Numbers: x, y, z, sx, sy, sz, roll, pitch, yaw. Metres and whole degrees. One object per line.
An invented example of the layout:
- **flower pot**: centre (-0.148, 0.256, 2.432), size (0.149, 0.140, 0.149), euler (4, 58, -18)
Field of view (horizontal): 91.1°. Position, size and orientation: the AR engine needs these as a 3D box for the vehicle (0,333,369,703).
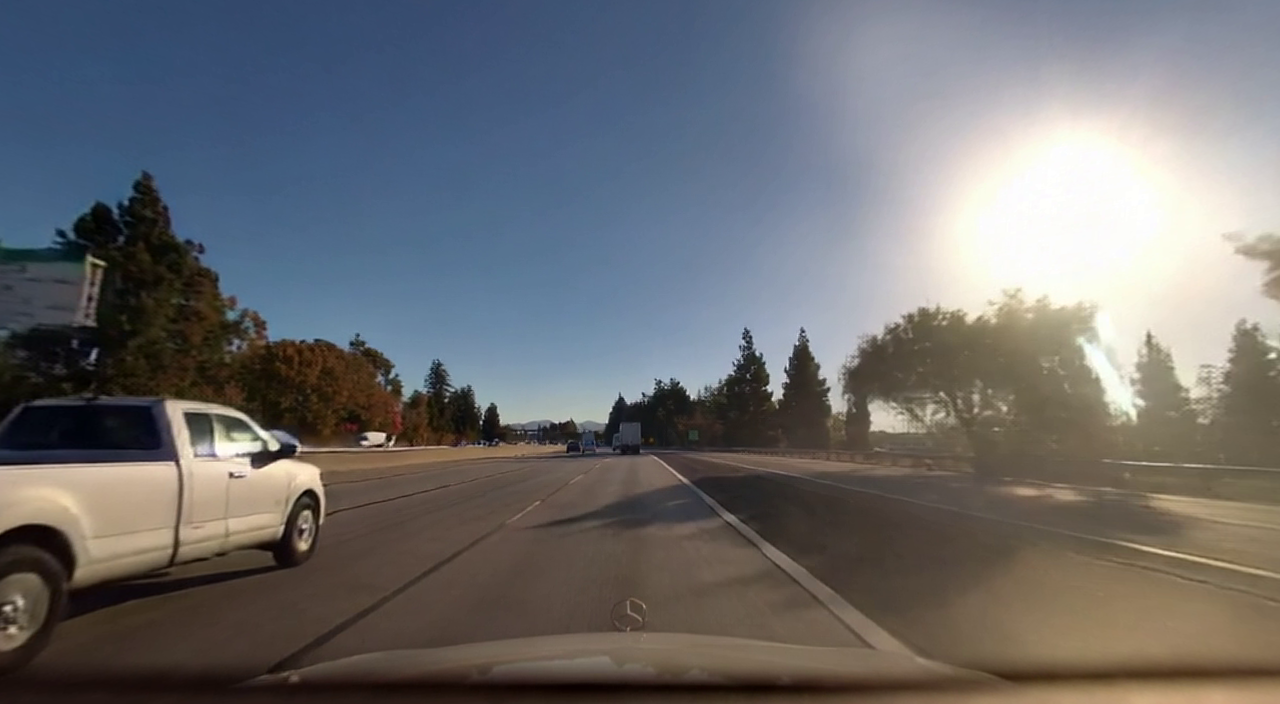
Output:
- **vehicle**: centre (-4.139, 0.973, 4.224), size (2.316, 1.731, 5.126), euler (0, -8, 0)
